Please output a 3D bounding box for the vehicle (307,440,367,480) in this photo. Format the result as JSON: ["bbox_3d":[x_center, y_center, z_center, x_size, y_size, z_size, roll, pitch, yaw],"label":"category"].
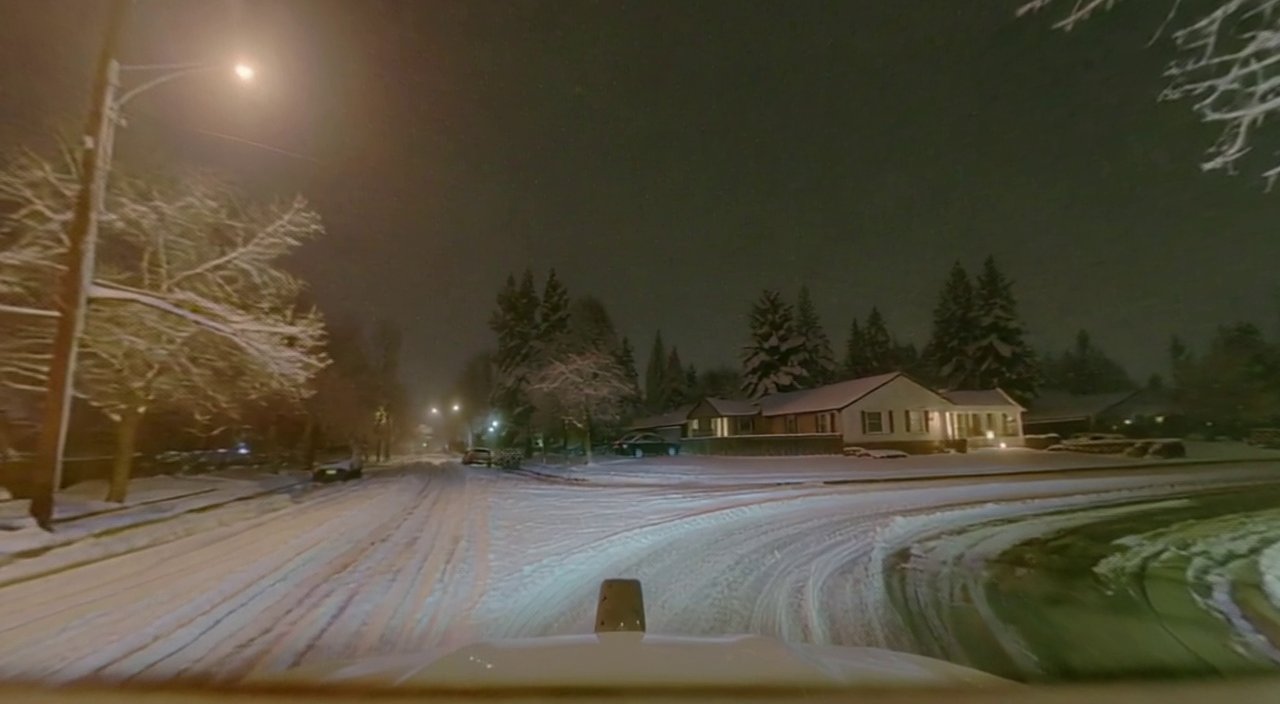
[{"bbox_3d":[-15.464,5.505,32.476,2.152,1.826,4.725,3,-9,-19],"label":"vehicle"}]

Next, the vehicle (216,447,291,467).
[{"bbox_3d":[-29.532,8.029,48.405,4.526,1.487,1.766,3,-9,-18],"label":"vehicle"}]

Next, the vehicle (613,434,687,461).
[{"bbox_3d":[0.624,6.002,39.821,4.241,1.597,1.833,3,-9,-19],"label":"vehicle"}]

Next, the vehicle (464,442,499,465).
[{"bbox_3d":[-12.081,7.696,47.933,2.109,1.676,4.037,3,-9,-19],"label":"vehicle"}]
